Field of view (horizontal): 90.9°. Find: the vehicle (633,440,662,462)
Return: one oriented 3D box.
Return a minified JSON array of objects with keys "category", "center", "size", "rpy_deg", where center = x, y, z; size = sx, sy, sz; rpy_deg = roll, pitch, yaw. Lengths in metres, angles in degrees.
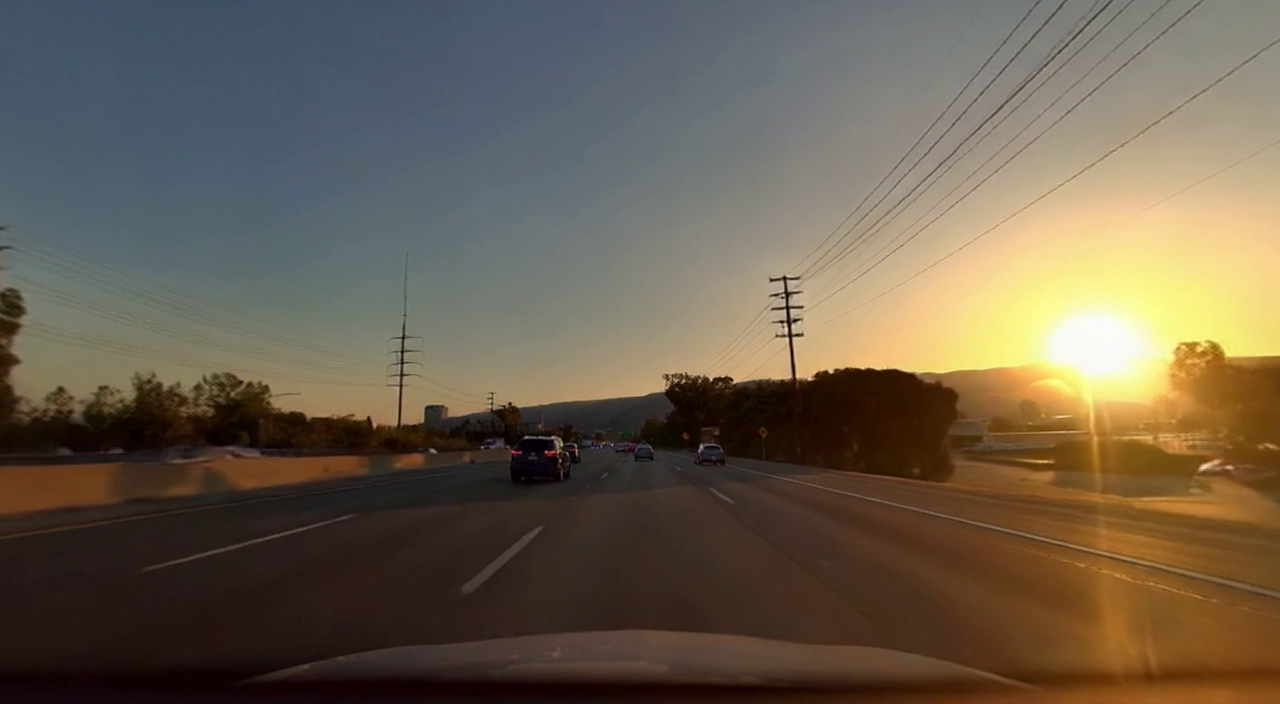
[{"category":"vehicle","center":[0.575,7.738,49.357],"size":[2.156,1.647,3.987],"rpy_deg":[0,-8,0]}]

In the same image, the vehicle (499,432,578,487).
[{"category":"vehicle","center":[-3.399,3.685,21.941],"size":[1.961,1.704,4.052],"rpy_deg":[0,-8,1]}]

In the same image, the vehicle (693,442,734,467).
[{"category":"vehicle","center":[4.461,6.285,38.875],"size":[1.964,1.479,4.252],"rpy_deg":[0,-8,0]}]

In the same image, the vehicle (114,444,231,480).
[{"category":"vehicle","center":[-21.865,5.125,29.763],"size":[1.990,1.548,4.522],"rpy_deg":[0,-8,0]}]
